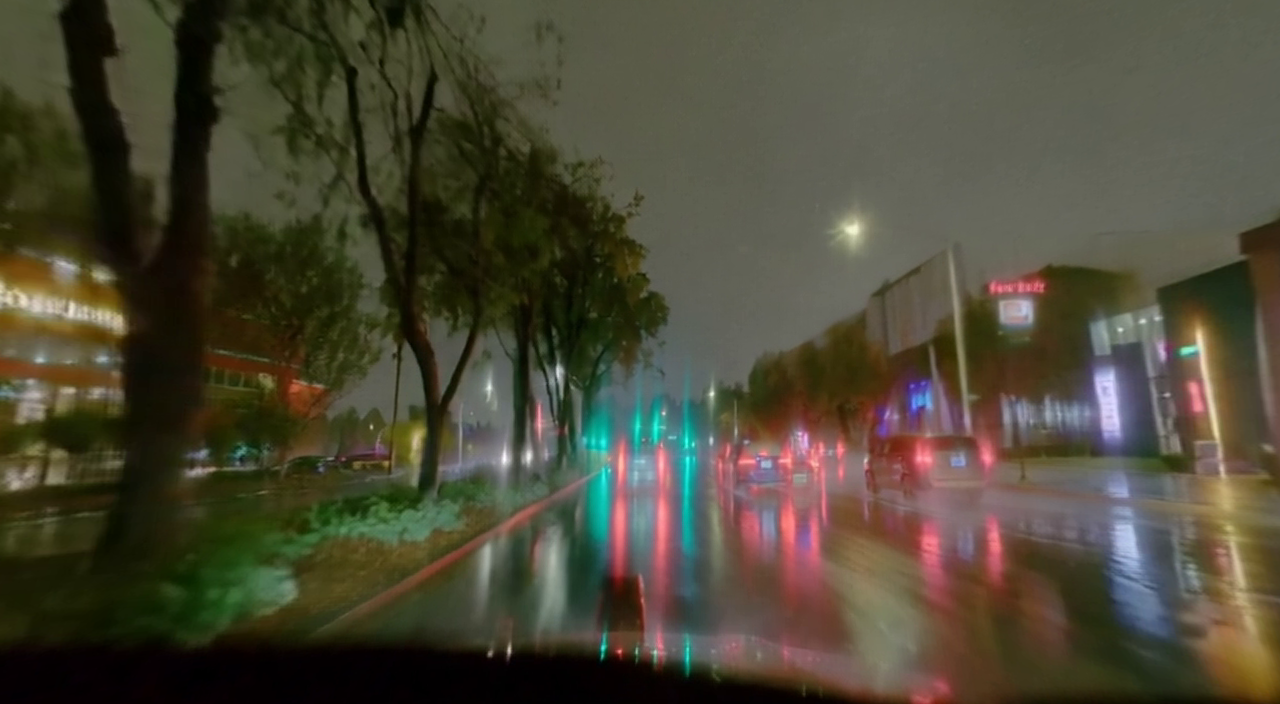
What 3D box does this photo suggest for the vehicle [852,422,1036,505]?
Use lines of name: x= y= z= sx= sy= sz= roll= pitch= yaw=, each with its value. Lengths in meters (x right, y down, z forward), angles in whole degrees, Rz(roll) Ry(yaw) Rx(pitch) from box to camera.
vehicle: x=7.186 y=2.701 z=15.664 sx=2.052 sy=1.708 sz=4.842 roll=0 pitch=-9 yaw=-1

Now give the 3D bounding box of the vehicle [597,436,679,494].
vehicle: x=-0.091 y=3.186 z=18.227 sx=2.101 sy=1.444 sz=4.248 roll=0 pitch=-9 yaw=-1

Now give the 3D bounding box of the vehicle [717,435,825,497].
vehicle: x=3.431 y=3.068 z=17.383 sx=1.993 sy=1.477 sz=4.240 roll=0 pitch=-9 yaw=-1
